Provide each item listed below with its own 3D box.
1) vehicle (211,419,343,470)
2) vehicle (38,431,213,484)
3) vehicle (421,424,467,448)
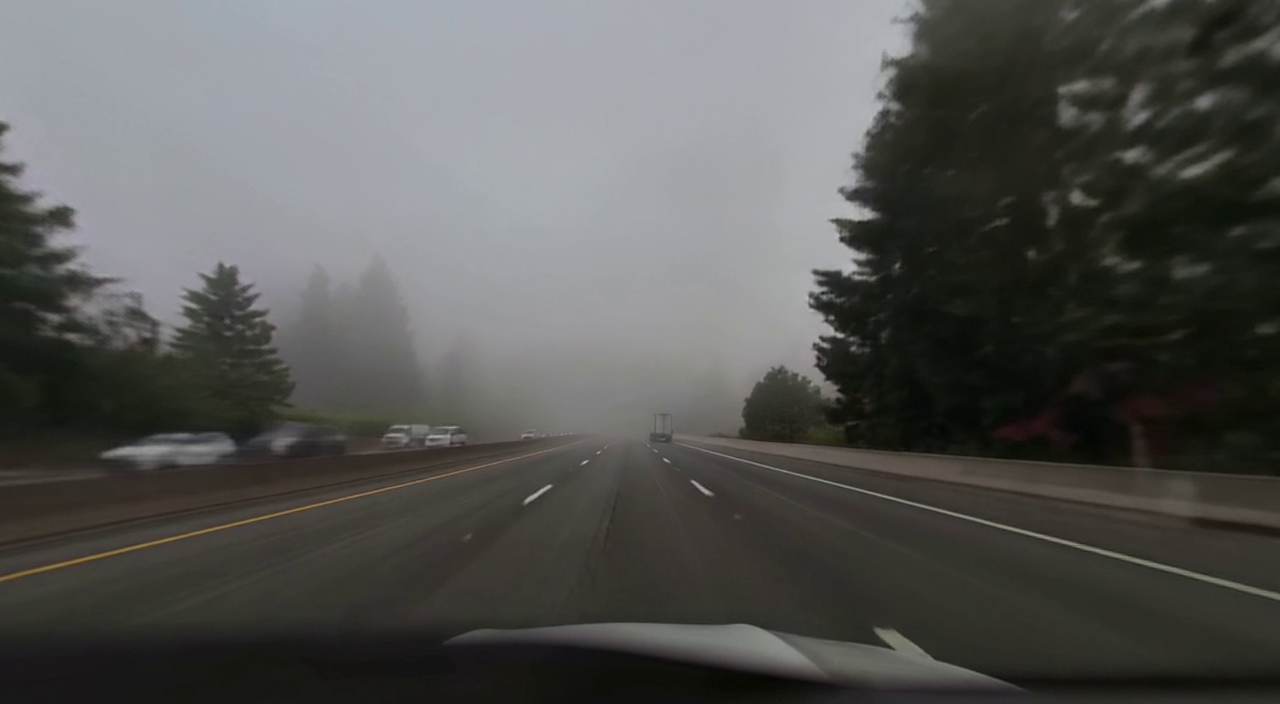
[{"bbox_3d":[-12.913,3.318,22.830,1.885,1.614,4.917,0,-8,-1],"label":"vehicle"},{"bbox_3d":[-16.526,3.372,20.603,1.840,1.492,4.707,0,-8,-1],"label":"vehicle"},{"bbox_3d":[-14.976,6.473,48.249,2.091,1.734,4.809,0,-8,-1],"label":"vehicle"}]
